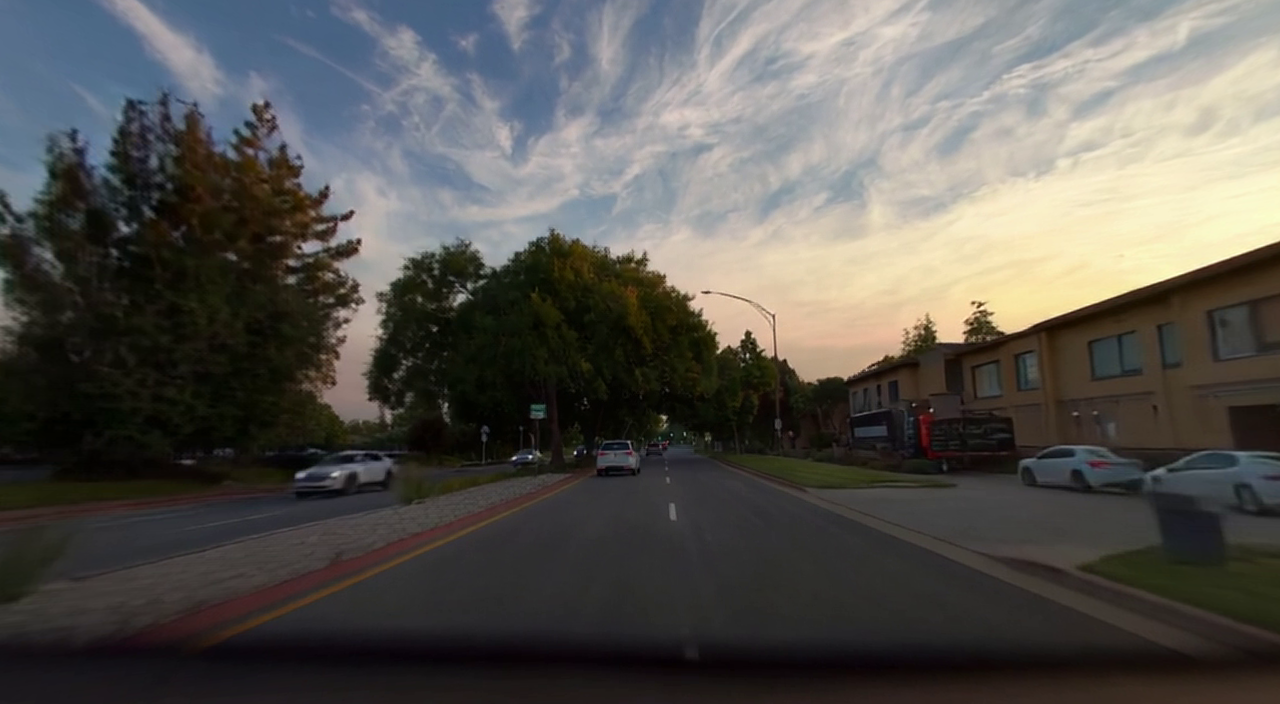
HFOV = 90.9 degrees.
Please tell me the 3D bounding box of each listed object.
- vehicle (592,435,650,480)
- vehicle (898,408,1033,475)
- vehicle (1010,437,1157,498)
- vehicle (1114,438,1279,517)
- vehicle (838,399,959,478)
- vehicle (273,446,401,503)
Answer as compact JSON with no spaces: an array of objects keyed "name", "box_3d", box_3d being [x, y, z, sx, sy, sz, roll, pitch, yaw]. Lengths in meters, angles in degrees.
[{"name":"vehicle","box_3d":[-0.712,4.401,26.649,2.129,1.713,4.314,0,-8,3]},{"name":"vehicle","box_3d":[13.505,3.805,26.900,2.507,2.441,6.959,-1,-8,5]},{"name":"vehicle","box_3d":[13.408,3.448,19.378,1.686,1.467,3.955,-5,-7,3]},{"name":"vehicle","box_3d":[12.981,2.676,13.905,1.852,1.457,4.351,1,-8,3]},{"name":"vehicle","box_3d":[14.281,4.911,36.132,2.794,3.710,10.785,-3,-8,3]},{"name":"vehicle","box_3d":[-10.580,4.247,22.492,1.997,1.775,4.585,0,-8,4]}]
